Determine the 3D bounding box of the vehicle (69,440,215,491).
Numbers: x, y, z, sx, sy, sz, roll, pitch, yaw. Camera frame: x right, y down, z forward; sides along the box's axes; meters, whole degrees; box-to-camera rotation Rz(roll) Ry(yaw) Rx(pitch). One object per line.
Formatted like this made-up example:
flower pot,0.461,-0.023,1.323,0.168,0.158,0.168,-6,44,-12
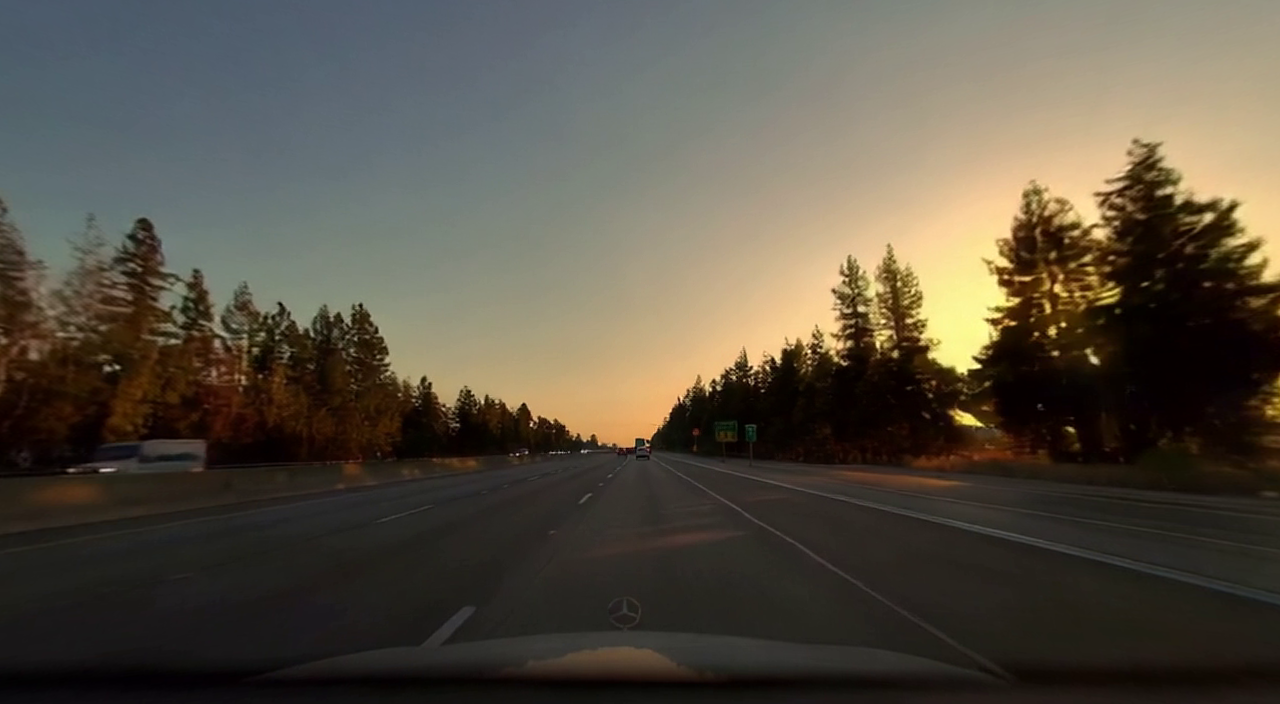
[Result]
vehicle,-23.883,5.454,30.686,2.340,2.235,5.702,0,-9,1
